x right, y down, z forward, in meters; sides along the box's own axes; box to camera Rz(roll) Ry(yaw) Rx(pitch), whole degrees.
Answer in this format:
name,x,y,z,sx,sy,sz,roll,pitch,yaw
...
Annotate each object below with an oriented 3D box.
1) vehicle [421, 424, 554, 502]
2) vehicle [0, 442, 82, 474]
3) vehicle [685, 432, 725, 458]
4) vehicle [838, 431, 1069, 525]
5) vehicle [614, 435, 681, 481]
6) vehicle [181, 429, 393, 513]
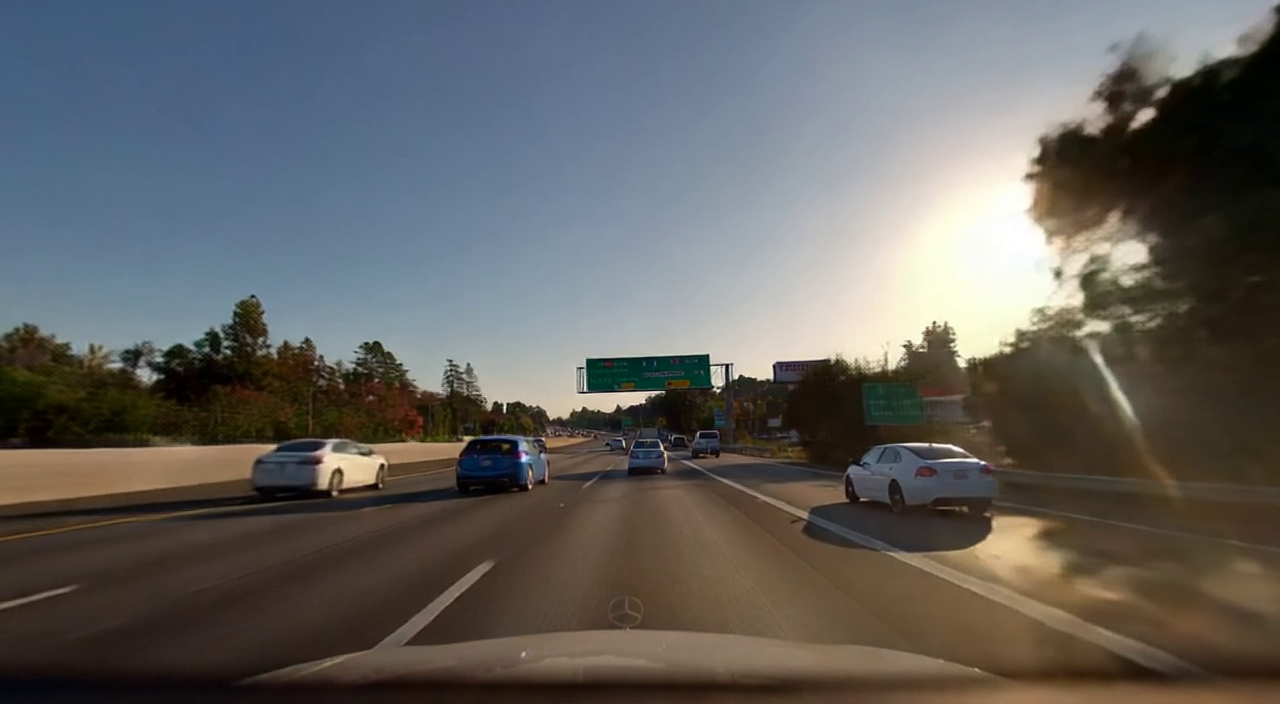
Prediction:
name,x,y,z,sx,sy,sz,roll,pitch,yaw
vehicle,-3.504,2.671,15.631,1.927,1.586,5.142,0,-8,1
vehicle,-32.136,5.483,32.792,1.895,1.567,4.707,0,-8,0
vehicle,4.609,6.681,45.266,2.261,1.781,4.709,0,-8,-1
vehicle,5.552,2.271,11.988,2.030,1.442,4.358,0,-8,-2
vehicle,0.237,3.679,22.129,2.113,1.464,4.073,0,-8,0
vehicle,-7.219,2.463,13.585,1.932,1.497,4.458,0,-8,1
